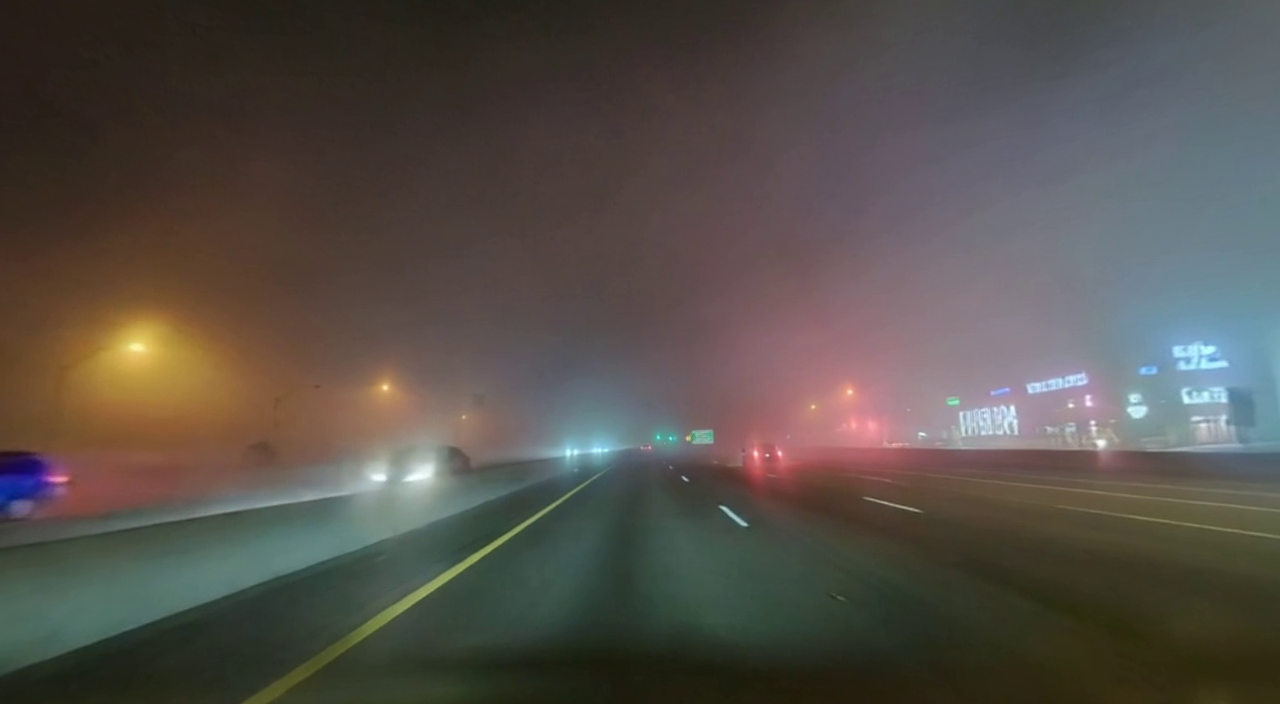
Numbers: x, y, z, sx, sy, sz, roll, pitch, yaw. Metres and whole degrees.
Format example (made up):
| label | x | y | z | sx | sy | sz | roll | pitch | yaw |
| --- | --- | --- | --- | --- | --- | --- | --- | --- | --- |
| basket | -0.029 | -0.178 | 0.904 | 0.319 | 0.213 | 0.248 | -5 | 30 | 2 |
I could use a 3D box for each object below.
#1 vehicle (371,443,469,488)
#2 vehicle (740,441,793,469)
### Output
| label | x | y | z | sx | sy | sz | roll | pitch | yaw |
| --- | --- | --- | --- | --- | --- | --- | --- | --- | --- |
| vehicle | -8.044 | 4.158 | 23.454 | 1.880 | 1.477 | 4.477 | 0 | -8 | 2 |
| vehicle | 7.510 | 6.167 | 37.788 | 2.079 | 1.518 | 5.032 | 0 | -8 | -1 |
